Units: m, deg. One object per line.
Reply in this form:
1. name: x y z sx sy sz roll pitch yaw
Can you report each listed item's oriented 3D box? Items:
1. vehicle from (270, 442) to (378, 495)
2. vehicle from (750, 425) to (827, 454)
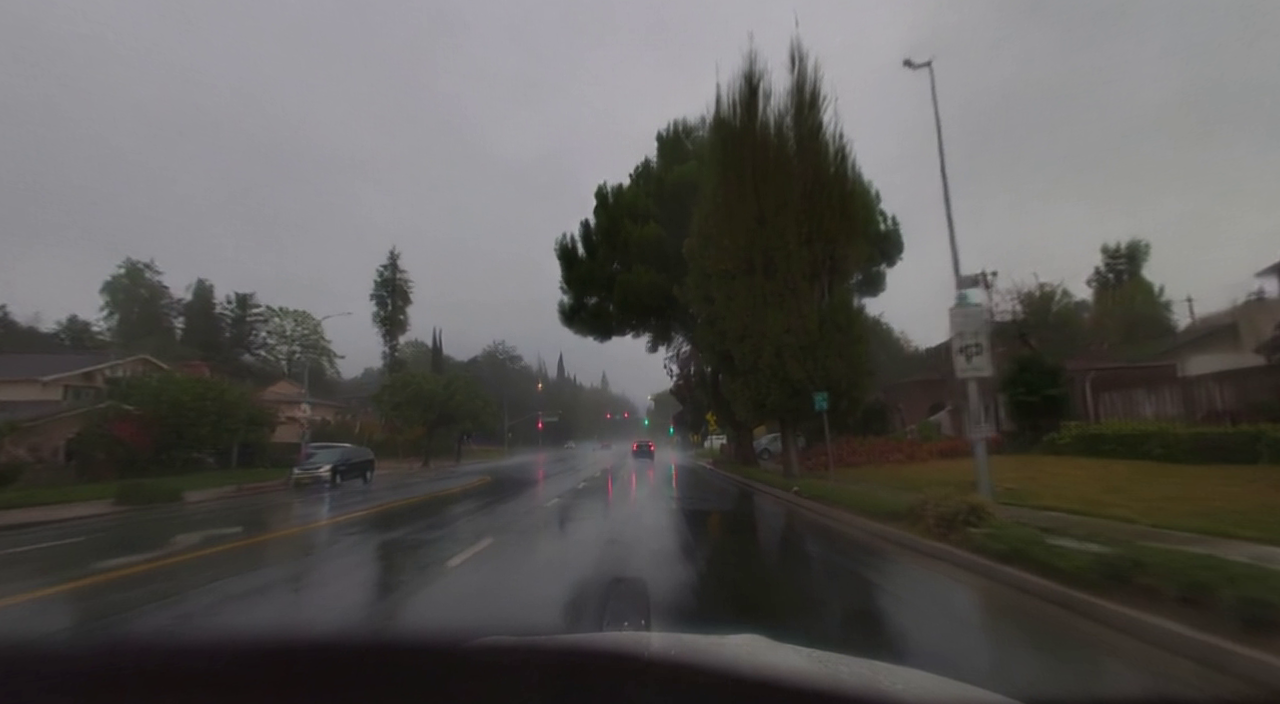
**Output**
1. vehicle: -14.195 5.204 28.737 2.337 1.850 5.448 -4 -7 -2
2. vehicle: 10.324 6.155 44.111 4.746 1.485 1.916 -6 -8 -1
